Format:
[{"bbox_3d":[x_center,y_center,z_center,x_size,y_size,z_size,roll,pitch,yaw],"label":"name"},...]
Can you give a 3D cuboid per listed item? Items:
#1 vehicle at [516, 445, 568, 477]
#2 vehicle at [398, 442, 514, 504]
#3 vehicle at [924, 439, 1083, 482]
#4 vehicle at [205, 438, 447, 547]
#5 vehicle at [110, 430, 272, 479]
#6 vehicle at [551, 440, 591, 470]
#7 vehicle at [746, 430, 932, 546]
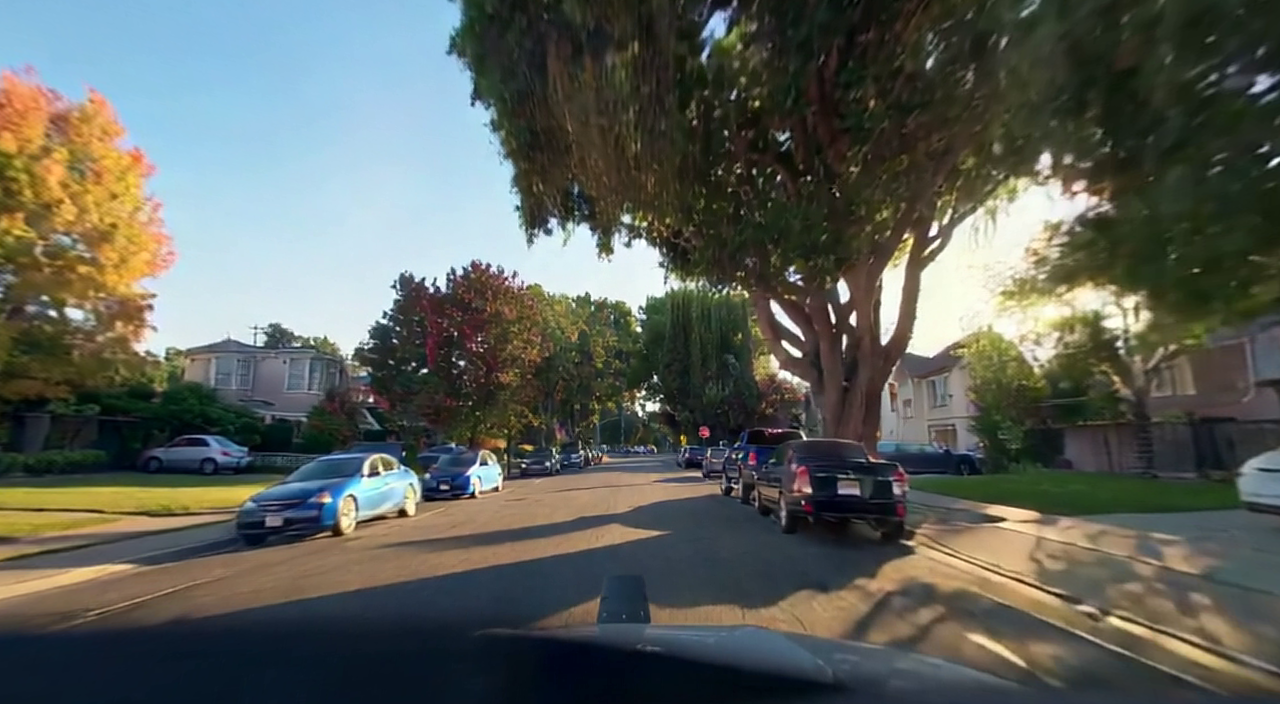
[{"bbox_3d":[-5.164,5.771,33.570,1.872,1.515,4.535,1,-8,2],"label":"vehicle"},{"bbox_3d":[-5.259,3.483,18.665,1.895,1.530,4.496,1,-8,2],"label":"vehicle"},{"bbox_3d":[13.741,4.119,23.984,4.775,1.514,1.986,0,-9,1],"label":"vehicle"},{"bbox_3d":[-5.410,2.446,11.704,1.899,1.538,4.611,1,-9,3],"label":"vehicle"},{"bbox_3d":[-17.459,3.999,24.610,4.731,1.817,2.025,0,-9,0],"label":"vehicle"},{"bbox_3d":[-4.686,7.112,43.592,2.162,1.857,4.758,2,-8,1],"label":"vehicle"},{"bbox_3d":[3.199,2.276,11.231,1.914,1.631,4.558,0,-9,1],"label":"vehicle"}]
